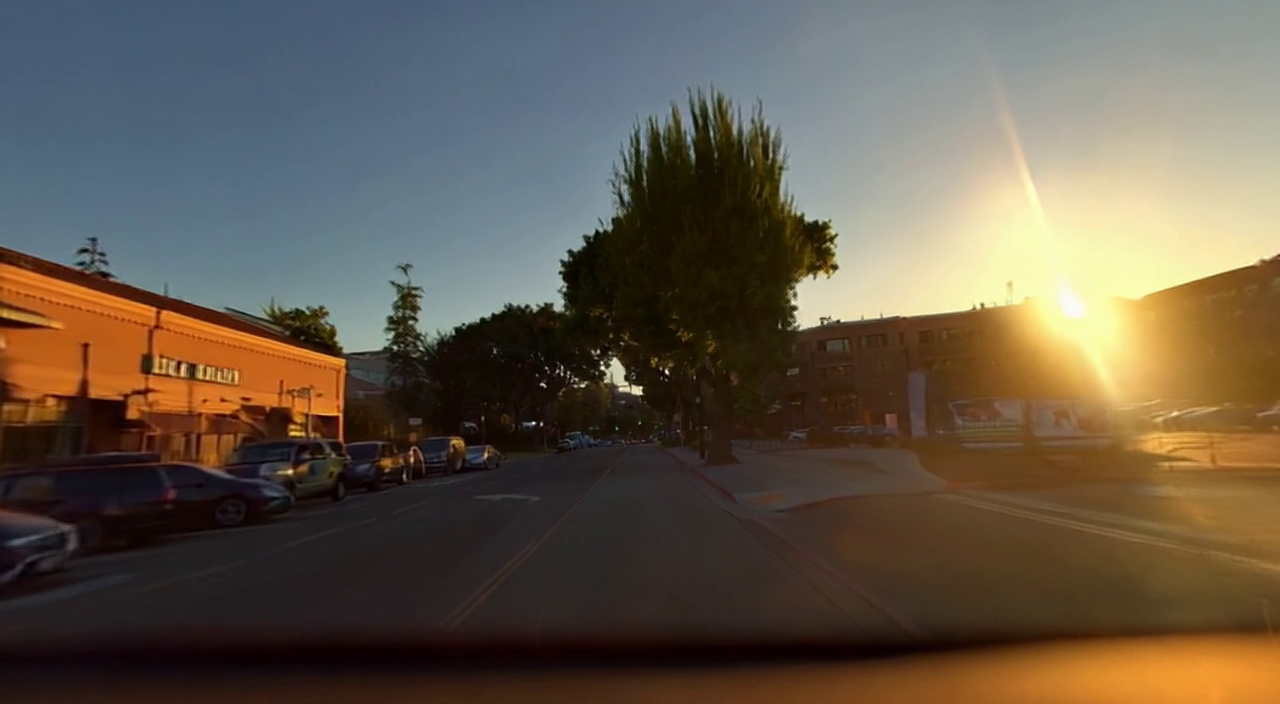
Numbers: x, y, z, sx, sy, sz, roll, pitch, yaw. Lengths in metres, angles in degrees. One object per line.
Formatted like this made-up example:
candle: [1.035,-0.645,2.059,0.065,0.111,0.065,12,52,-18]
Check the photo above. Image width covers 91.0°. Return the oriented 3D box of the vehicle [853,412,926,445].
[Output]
vehicle: [18.026,5.554,45.647,4.625,1.729,2.048,-10,-7,19]

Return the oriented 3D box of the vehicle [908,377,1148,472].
vehicle: [11.000,2.057,18.138,5.453,1.794,2.011,-8,-6,-2]

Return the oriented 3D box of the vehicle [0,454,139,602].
vehicle: [-8.532,1.991,6.650,1.879,1.543,4.778,-13,-13,43]

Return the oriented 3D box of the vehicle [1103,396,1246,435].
vehicle: [23.849,2.859,28.200,4.521,1.634,1.996,0,-8,0]
